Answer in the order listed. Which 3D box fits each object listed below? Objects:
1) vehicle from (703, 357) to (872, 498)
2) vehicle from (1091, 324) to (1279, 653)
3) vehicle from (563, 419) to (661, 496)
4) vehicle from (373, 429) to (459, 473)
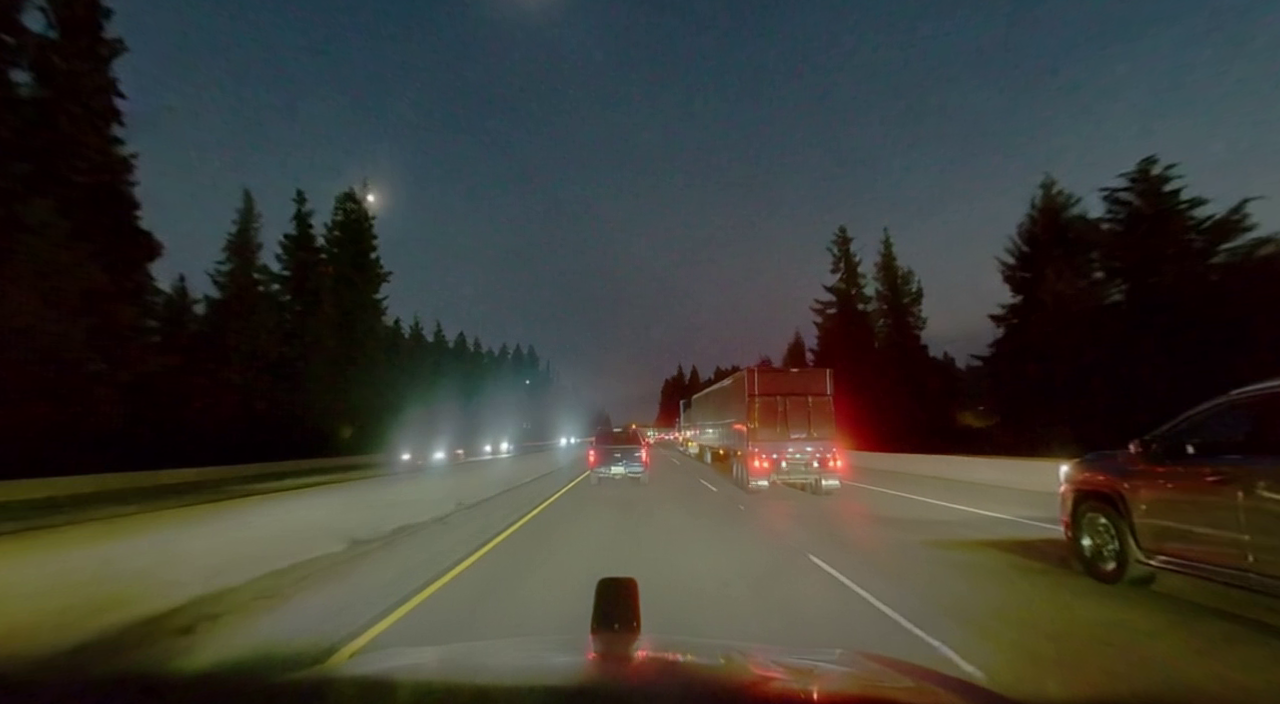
[{"bbox_3d":[3.593,2.174,17.868,2.723,3.027,8.478,0,-8,0],"label":"vehicle"},{"bbox_3d":[4.748,0.728,3.162,2.011,1.905,3.905,0,-8,0],"label":"vehicle"},{"bbox_3d":[-0.610,2.512,15.478,2.082,1.638,4.055,0,-7,0],"label":"vehicle"},{"bbox_3d":[-9.381,4.150,26.793,2.012,1.703,4.298,0,-8,1],"label":"vehicle"}]
